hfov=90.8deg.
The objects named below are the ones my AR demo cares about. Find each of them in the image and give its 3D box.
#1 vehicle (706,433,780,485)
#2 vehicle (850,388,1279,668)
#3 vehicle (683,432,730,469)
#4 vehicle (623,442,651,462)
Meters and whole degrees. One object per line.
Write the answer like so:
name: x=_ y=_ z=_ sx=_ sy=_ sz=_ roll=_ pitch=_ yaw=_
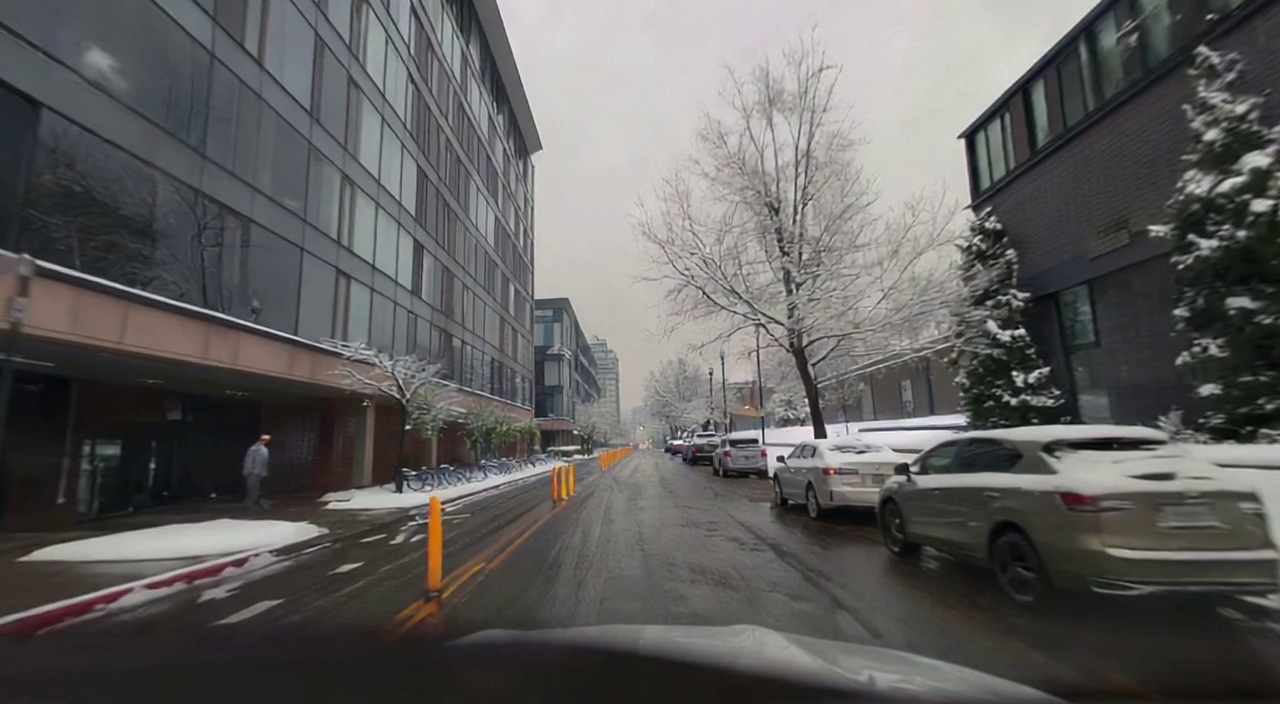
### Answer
vehicle: x=3.850 y=4.074 z=24.319 sx=1.999 sy=1.769 sz=4.191 roll=-1 pitch=-8 yaw=-1
vehicle: x=3.793 y=1.390 z=6.149 sx=1.918 sy=1.674 sz=4.464 roll=-1 pitch=-8 yaw=0
vehicle: x=3.592 y=5.435 z=34.991 sx=2.127 sy=1.864 sz=4.892 roll=0 pitch=-9 yaw=1
vehicle: x=-0.201 y=7.796 z=49.525 sx=2.070 sy=1.493 sz=4.269 roll=0 pitch=-8 yaw=0
